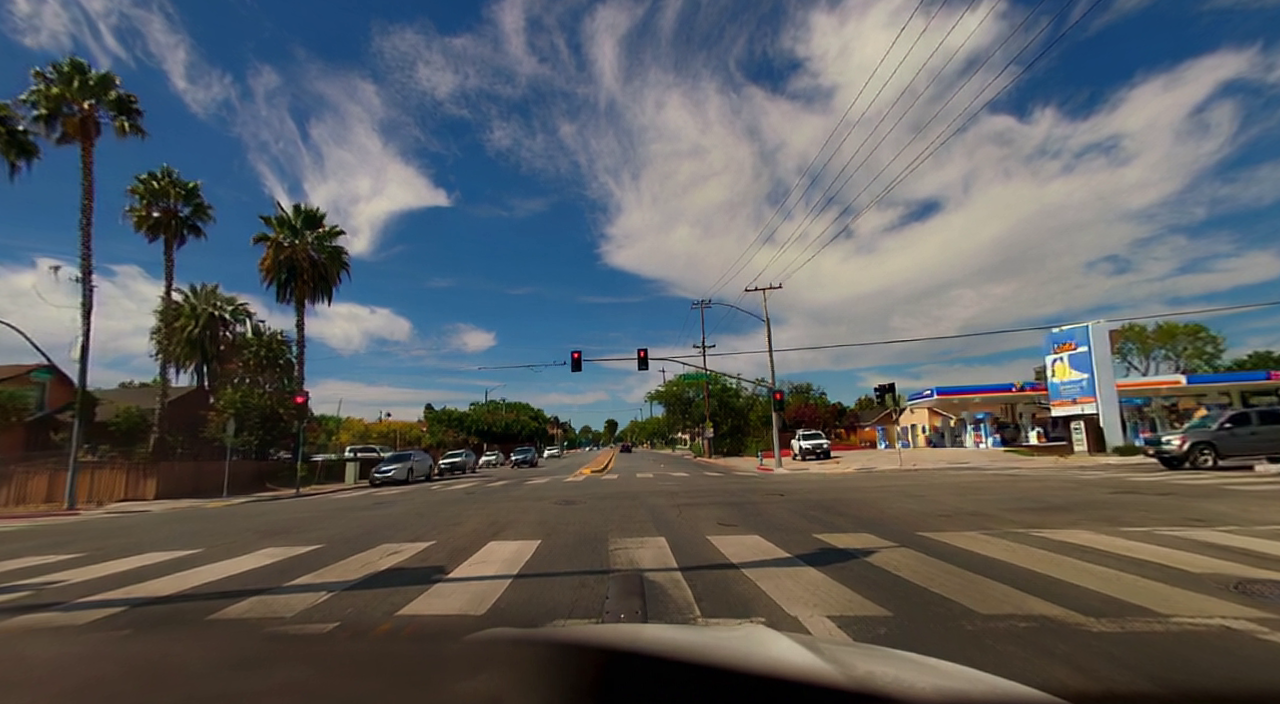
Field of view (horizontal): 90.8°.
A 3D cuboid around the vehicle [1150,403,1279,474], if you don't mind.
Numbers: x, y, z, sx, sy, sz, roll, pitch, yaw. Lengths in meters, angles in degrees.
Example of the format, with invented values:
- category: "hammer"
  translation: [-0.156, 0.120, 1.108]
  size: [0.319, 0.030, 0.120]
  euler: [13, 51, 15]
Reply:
- category: "vehicle"
  translation: [17.509, 2.407, 17.539]
  size: [5.086, 1.817, 1.952]
  euler: [0, -9, -5]

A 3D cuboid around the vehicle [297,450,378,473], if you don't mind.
- category: "vehicle"
  translation: [-20.922, 7.586, 43.863]
  size: [4.672, 1.469, 1.816]
  euler: [0, -9, -2]

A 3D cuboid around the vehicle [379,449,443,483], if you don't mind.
- category: "vehicle"
  translation: [-13.031, 6.473, 36.252]
  size: [2.009, 1.777, 4.559]
  euler: [0, -9, -1]
